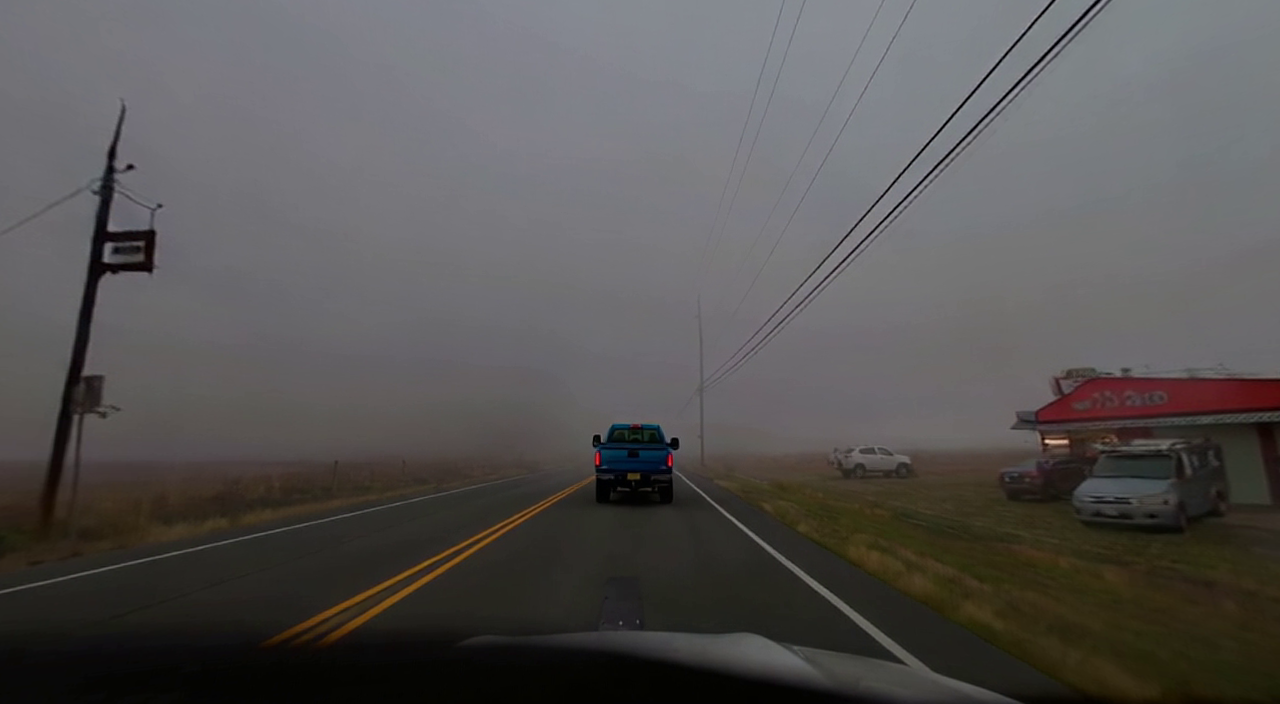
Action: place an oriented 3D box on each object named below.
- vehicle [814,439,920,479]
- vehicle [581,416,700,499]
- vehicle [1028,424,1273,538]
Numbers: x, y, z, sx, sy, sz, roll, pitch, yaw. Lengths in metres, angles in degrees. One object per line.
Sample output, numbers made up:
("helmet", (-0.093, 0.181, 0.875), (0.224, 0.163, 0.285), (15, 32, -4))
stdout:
("vehicle", (11.098, 5.164, 30.761), (5.304, 1.754, 2.340), (6, -11, -38))
("vehicle", (0.056, 3.145, 19.326), (2.921, 2.031, 7.416), (0, -8, 1))
("vehicle", (11.262, 2.646, 13.809), (5.776, 1.936, 2.535), (6, -8, -34))
